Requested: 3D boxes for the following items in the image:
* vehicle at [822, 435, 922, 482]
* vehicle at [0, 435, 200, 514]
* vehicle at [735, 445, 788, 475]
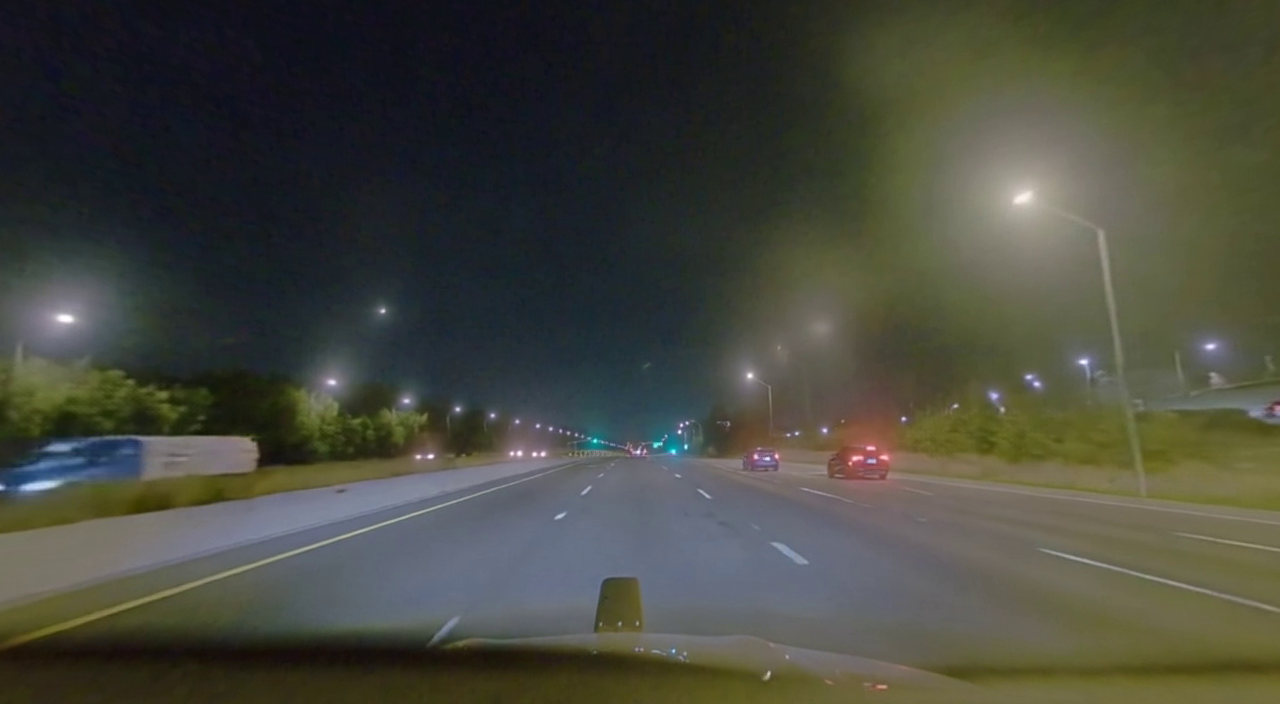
[{"bbox_3d":[10.503,4.886,29.081,2.387,1.936,5.646,0,-9,-1],"label":"vehicle"},{"bbox_3d":[-17.162,3.601,19.176,2.851,1.978,6.334,0,-9,1],"label":"vehicle"},{"bbox_3d":[6.776,6.043,35.575,2.053,1.553,4.463,0,-9,-1],"label":"vehicle"}]
